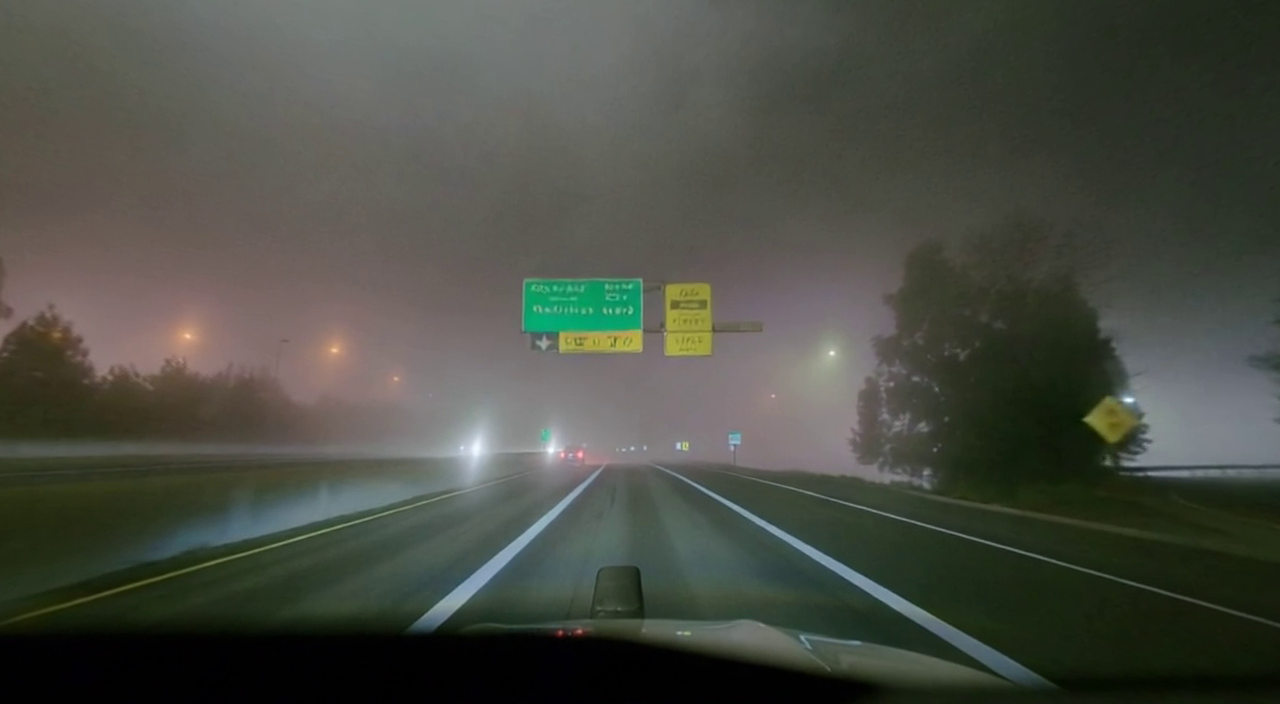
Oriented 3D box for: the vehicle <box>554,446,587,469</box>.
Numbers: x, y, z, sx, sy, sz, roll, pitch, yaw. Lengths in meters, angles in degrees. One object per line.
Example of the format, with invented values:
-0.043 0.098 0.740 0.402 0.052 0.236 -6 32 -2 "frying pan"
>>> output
-4.918 7.519 44.833 2.008 1.521 4.129 0 -9 -1 "vehicle"
